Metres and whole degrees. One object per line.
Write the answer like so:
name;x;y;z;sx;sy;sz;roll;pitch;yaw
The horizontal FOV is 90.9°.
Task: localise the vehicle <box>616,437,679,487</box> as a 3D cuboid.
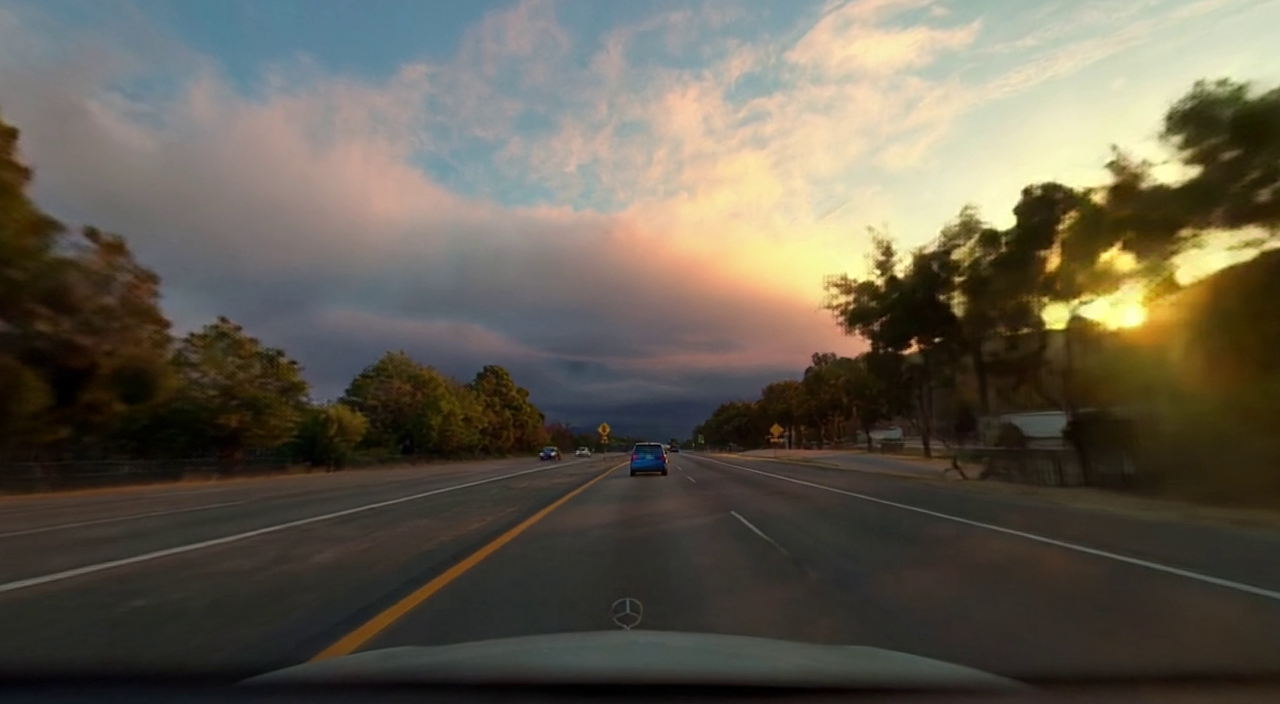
vehicle;0.271;4.164;24.011;2.190;1.706;4.062;0;-9;0
